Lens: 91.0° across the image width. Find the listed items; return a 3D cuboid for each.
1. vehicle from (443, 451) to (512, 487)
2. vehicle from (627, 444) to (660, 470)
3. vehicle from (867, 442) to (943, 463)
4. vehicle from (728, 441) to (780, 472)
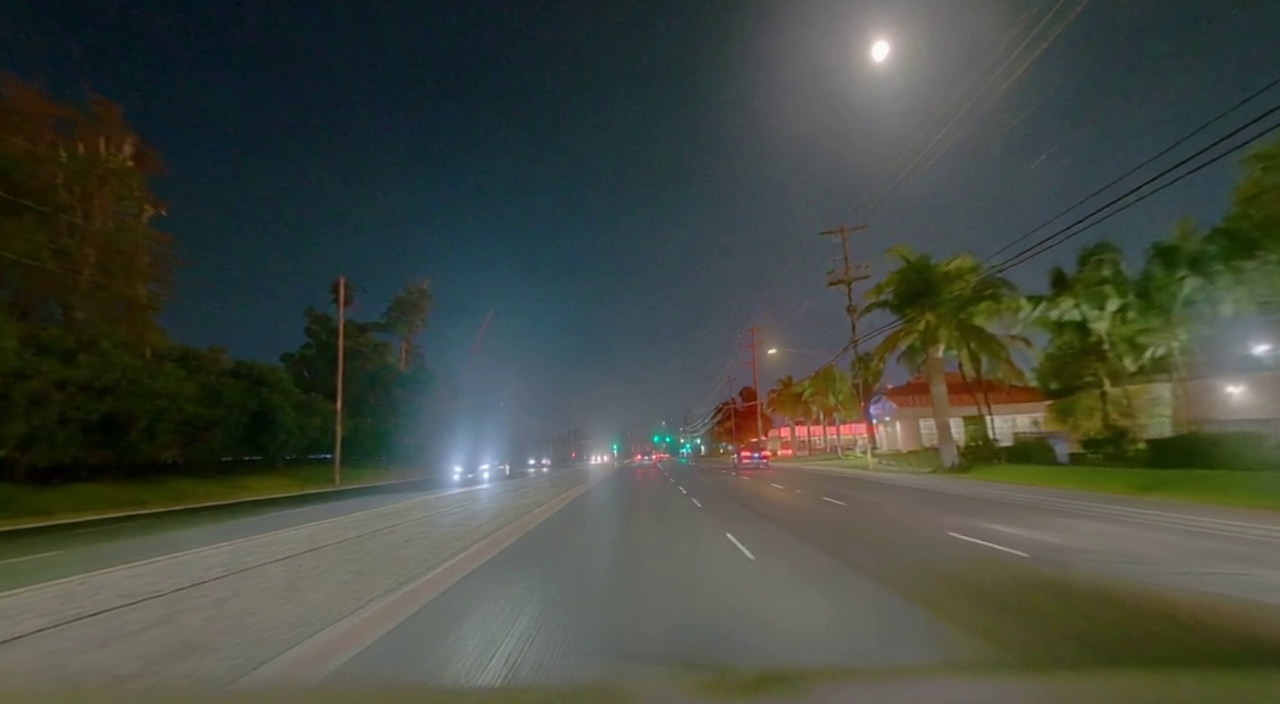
[{"bbox_3d":[-7.712,5.574,30.357,1.959,1.535,4.707,-1,-9,1],"label":"vehicle"},{"bbox_3d":[0.241,7.161,43.089,2.138,1.702,4.168,0,-9,1],"label":"vehicle"},{"bbox_3d":[19.845,7.519,47.224,4.768,1.512,1.986,0,-9,1],"label":"vehicle"},{"bbox_3d":[6.782,6.267,37.990,2.252,1.718,4.617,0,-9,0],"label":"vehicle"}]
